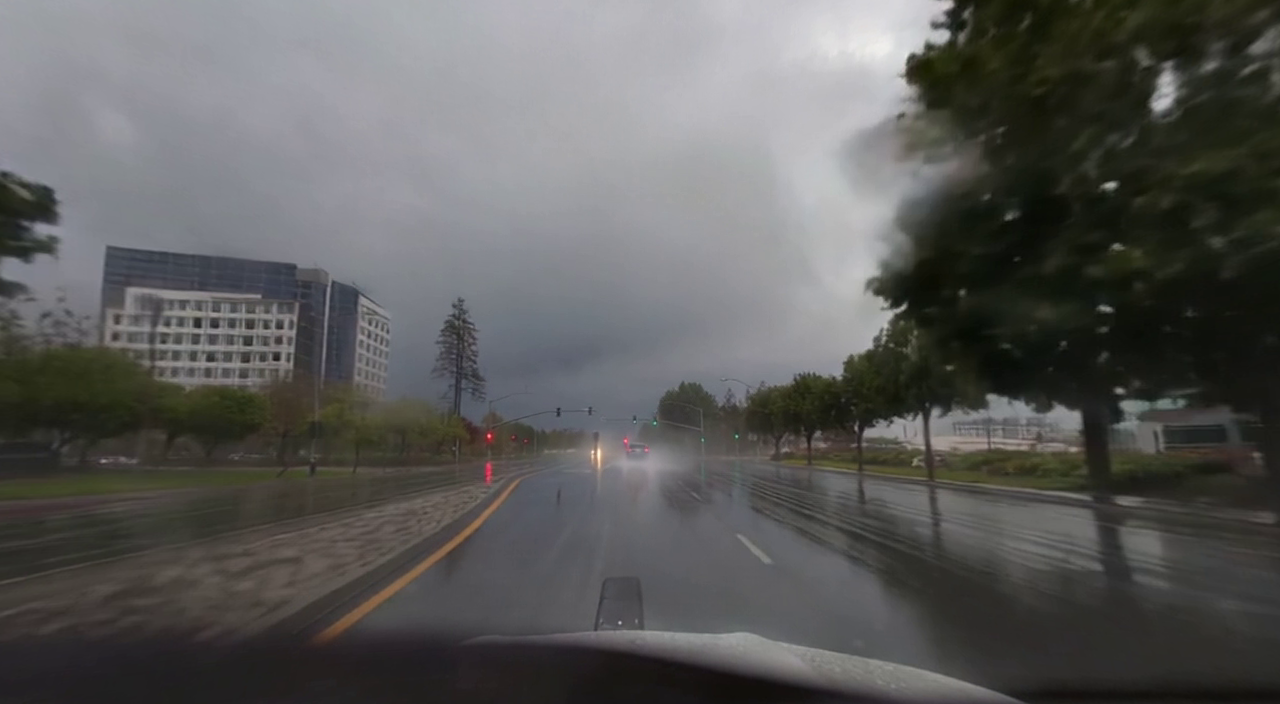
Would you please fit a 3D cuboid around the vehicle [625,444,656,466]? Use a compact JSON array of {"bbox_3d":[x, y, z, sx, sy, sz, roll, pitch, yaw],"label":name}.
[{"bbox_3d":[0.062,7.314,44.716,2.064,1.477,3.968,0,-9,1],"label":"vehicle"}]
